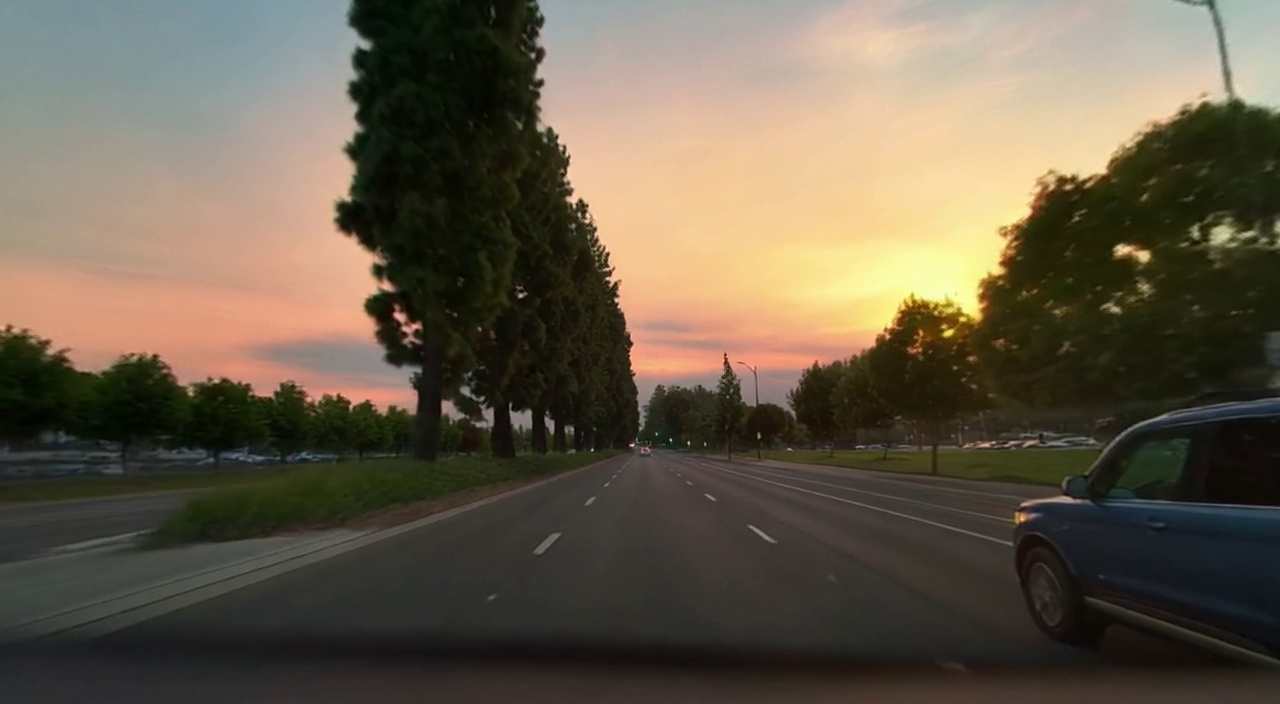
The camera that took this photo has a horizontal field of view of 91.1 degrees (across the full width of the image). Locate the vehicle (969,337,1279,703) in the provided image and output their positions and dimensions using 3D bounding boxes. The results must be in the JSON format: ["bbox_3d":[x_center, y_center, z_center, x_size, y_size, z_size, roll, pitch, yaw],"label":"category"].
[{"bbox_3d":[3.694,0.809,2.481,2.087,1.759,5.040,0,-8,1],"label":"vehicle"}]
